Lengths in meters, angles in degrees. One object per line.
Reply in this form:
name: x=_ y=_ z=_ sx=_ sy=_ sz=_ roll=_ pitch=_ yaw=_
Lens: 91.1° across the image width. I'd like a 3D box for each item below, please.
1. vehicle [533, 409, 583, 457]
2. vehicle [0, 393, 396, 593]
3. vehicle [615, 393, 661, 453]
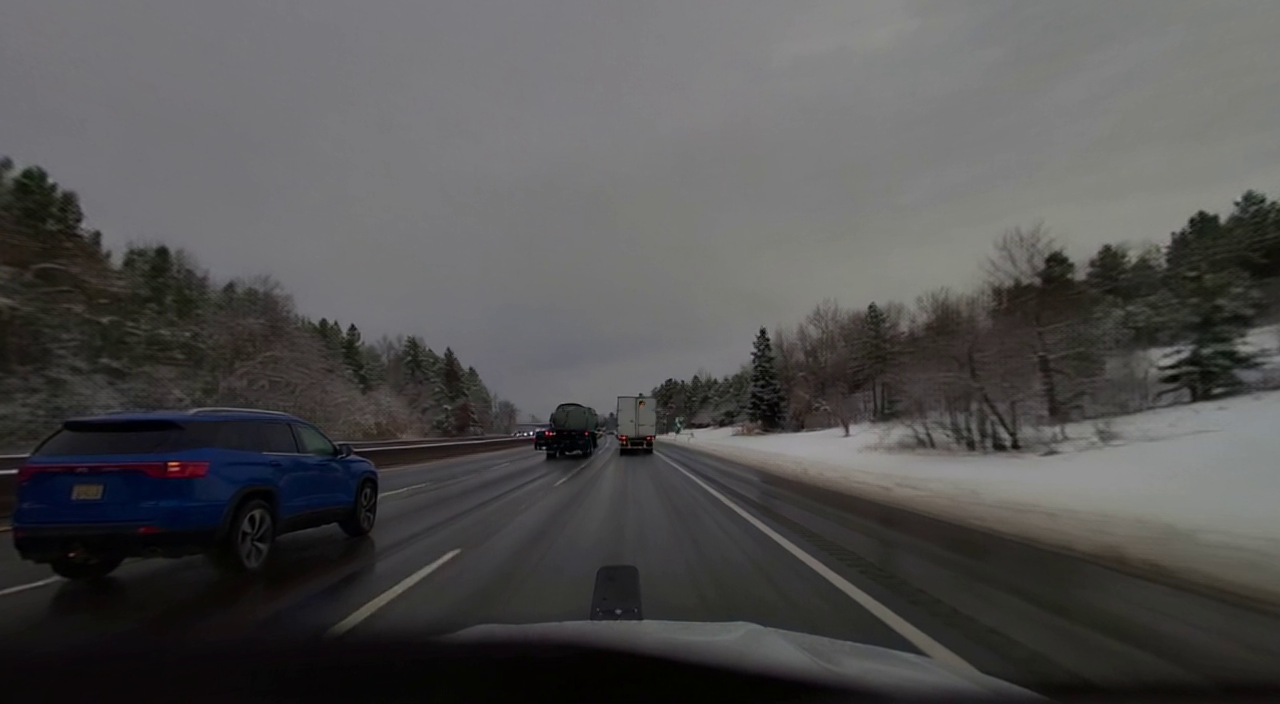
vehicle: x=-4.953 y=5.040 z=38.940 sx=2.383 sy=2.726 sz=5.677 roll=0 pitch=-8 yaw=0
vehicle: x=-4.892 y=1.484 z=7.590 sx=2.089 sy=1.669 sz=4.515 roll=0 pitch=-8 yaw=0
vehicle: x=-0.246 y=5.314 z=46.391 sx=3.078 sy=3.955 sz=8.774 roll=0 pitch=-8 yaw=-2
